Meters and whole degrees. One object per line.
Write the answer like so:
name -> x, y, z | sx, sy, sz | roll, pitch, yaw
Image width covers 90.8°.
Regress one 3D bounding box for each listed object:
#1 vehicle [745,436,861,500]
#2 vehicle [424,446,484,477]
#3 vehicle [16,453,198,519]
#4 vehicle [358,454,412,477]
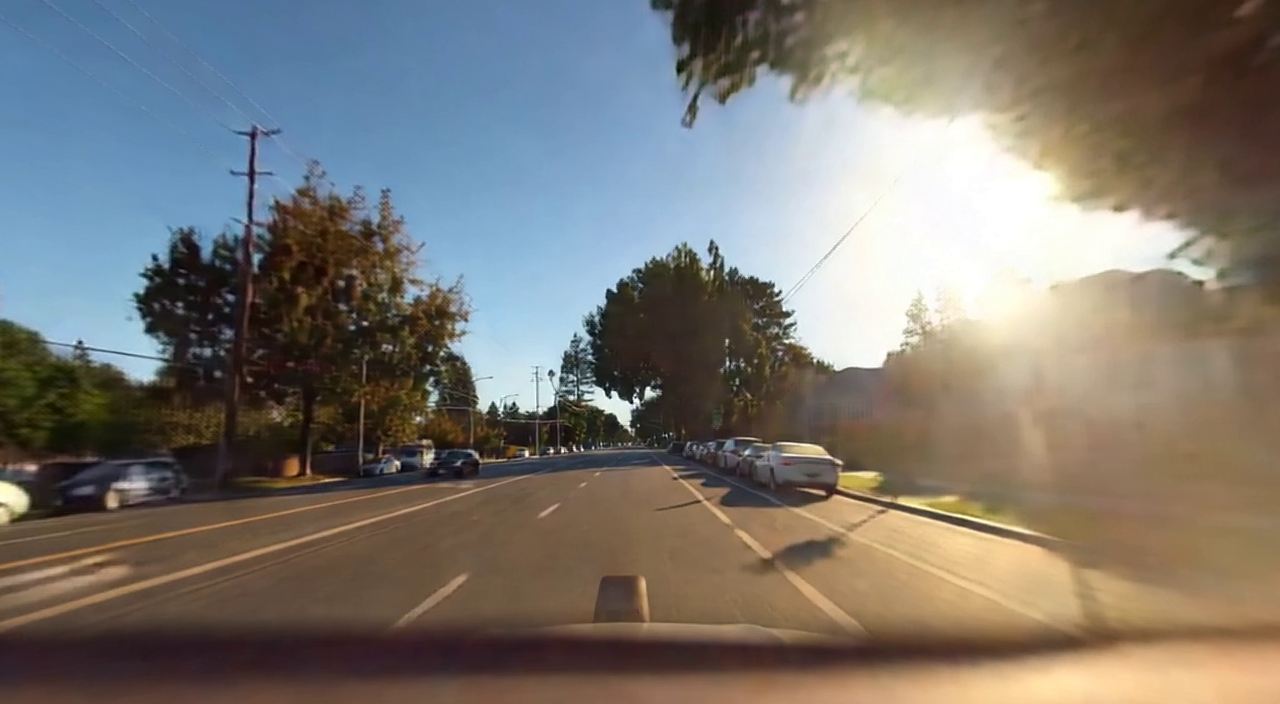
vehicle -> 4.415, 3.203, 17.932 | 1.927, 1.523, 4.668 | 0, -8, -1
vehicle -> -10.171, 5.982, 34.914 | 1.978, 1.566, 4.357 | -1, -8, 0
vehicle -> -17.808, 4.451, 21.518 | 2.105, 1.734, 4.673 | -4, -8, 1
vehicle -> -17.868, 7.934, 44.410 | 1.921, 1.480, 4.392 | -1, -8, 1
